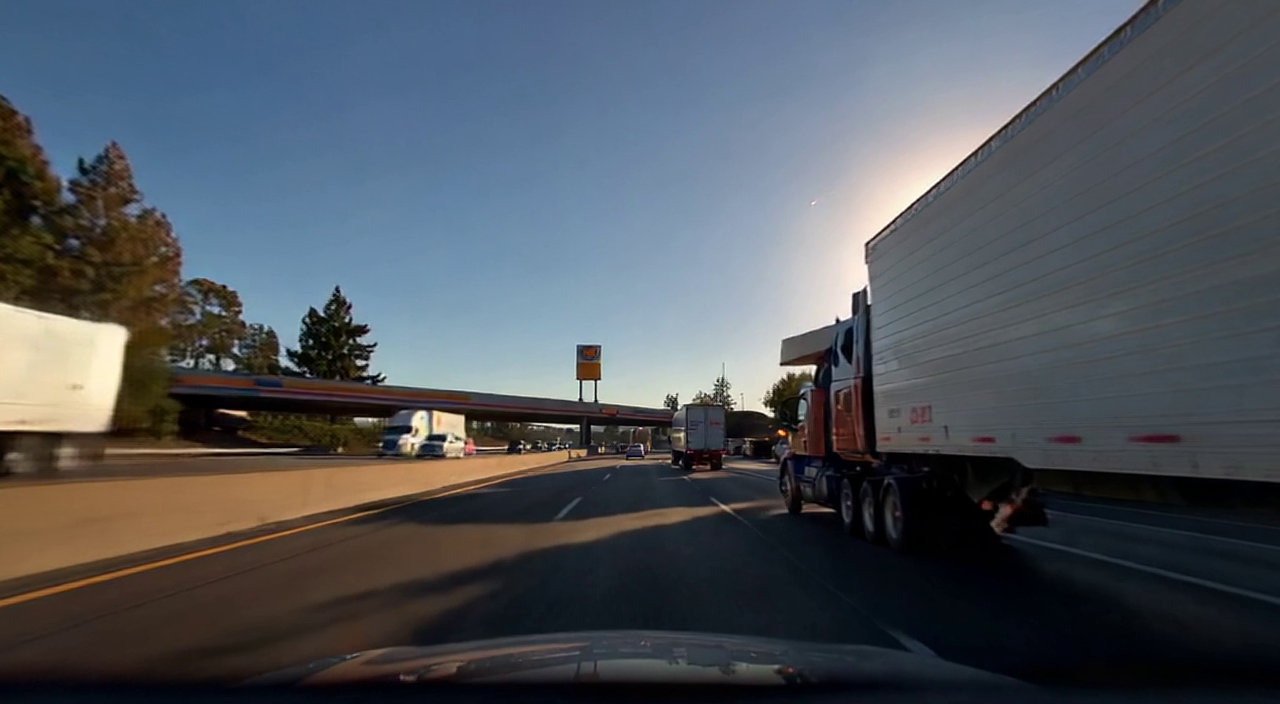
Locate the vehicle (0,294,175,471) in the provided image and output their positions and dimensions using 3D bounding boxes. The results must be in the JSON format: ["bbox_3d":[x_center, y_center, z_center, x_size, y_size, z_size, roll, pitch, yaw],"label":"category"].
[{"bbox_3d":[-15.849,0.357,11.984,2.918,3.945,14.545,0,-9,0],"label":"vehicle"}]

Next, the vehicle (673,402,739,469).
[{"bbox_3d":[4.272,6.023,44.598,2.881,3.995,14.382,0,-9,-1],"label":"vehicle"}]

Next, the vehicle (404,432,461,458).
[{"bbox_3d":[-12.457,5.631,38.161,1.919,1.497,4.531,0,-9,0],"label":"vehicle"}]

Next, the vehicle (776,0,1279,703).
[{"bbox_3d":[4.025,0.008,4.629,2.922,3.987,14.038,0,-9,0],"label":"vehicle"}]
